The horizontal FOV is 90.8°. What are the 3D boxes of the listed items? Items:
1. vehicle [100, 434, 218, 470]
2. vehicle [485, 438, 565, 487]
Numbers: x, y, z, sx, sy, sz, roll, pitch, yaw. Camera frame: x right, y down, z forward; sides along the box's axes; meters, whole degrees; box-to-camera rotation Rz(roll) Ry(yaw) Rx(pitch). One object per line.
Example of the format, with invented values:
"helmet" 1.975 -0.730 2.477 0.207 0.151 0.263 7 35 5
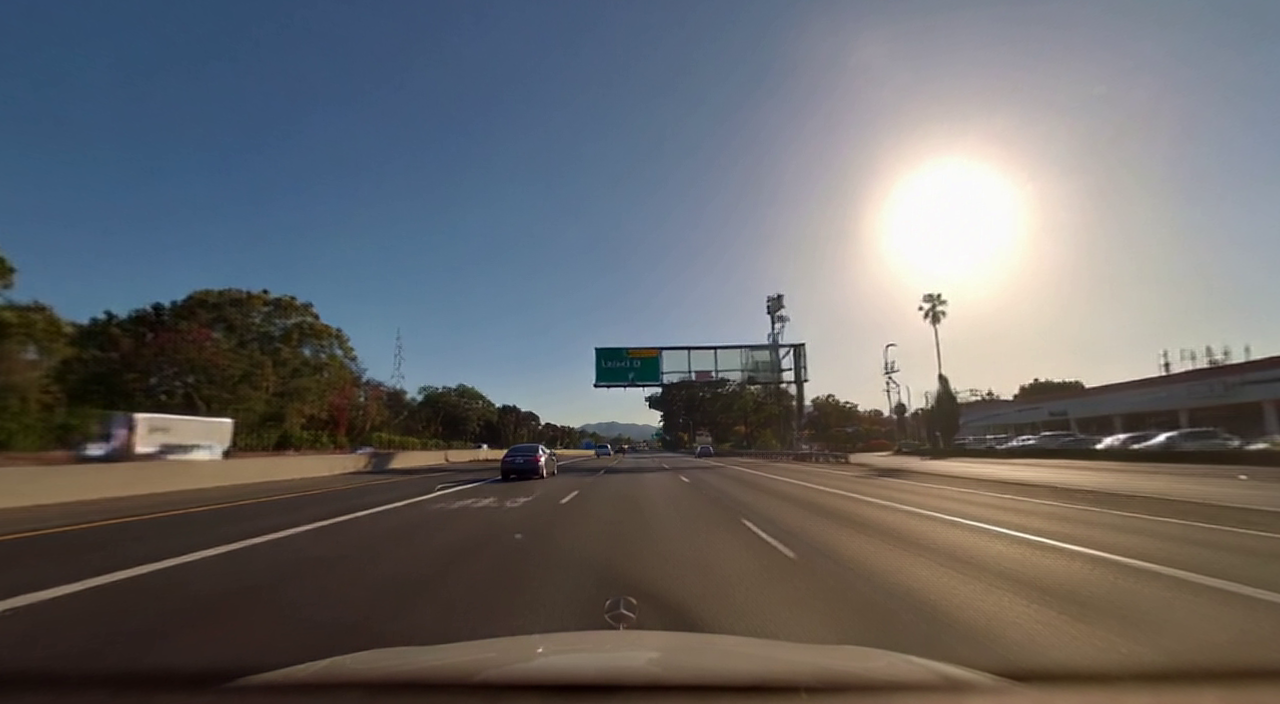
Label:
"vehicle" -27.388 5.728 36.292 2.333 1.873 5.556 0 -8 1
"vehicle" -3.870 3.788 22.019 1.939 1.508 4.272 0 -8 0
